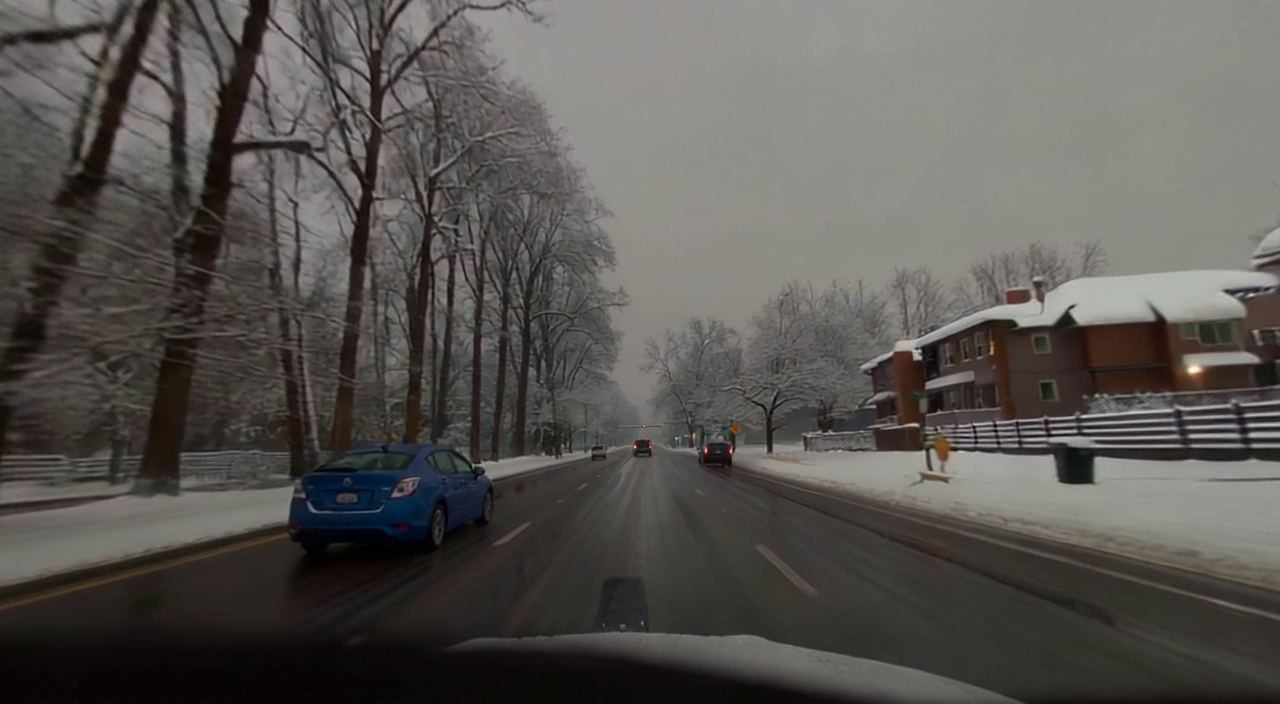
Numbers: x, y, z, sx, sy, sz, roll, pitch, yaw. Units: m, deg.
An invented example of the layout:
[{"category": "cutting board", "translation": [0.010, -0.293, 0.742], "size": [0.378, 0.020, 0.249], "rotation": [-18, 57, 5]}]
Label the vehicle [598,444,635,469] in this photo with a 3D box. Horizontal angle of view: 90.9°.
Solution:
[{"category": "vehicle", "translation": [-1.451, 6.670, 40.325], "size": [1.940, 1.473, 4.133], "rotation": [-1, -9, 3]}]

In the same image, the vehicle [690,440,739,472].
[{"category": "vehicle", "translation": [4.063, 5.754, 35.076], "size": [2.182, 1.688, 4.187], "rotation": [0, -9, -1]}]

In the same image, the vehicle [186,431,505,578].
[{"category": "vehicle", "translation": [-3.583, 1.956, 9.059], "size": [2.091, 1.503, 4.989], "rotation": [-1, -9, 1]}]
